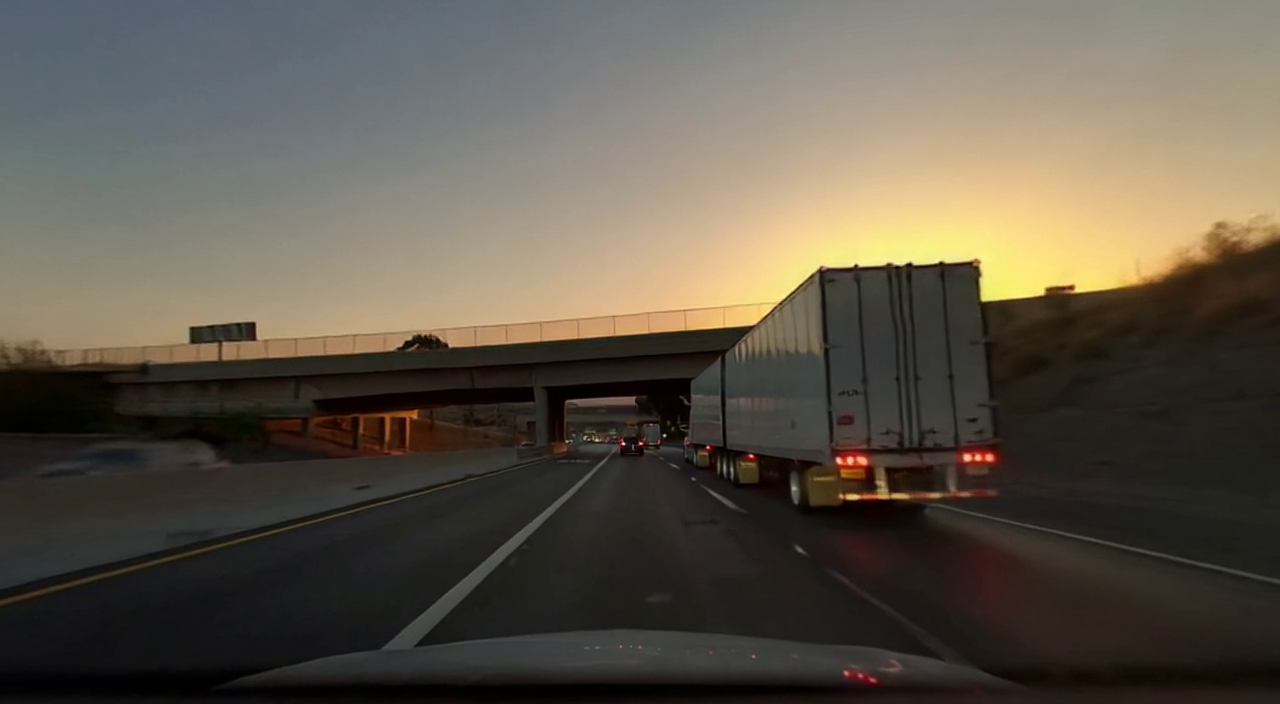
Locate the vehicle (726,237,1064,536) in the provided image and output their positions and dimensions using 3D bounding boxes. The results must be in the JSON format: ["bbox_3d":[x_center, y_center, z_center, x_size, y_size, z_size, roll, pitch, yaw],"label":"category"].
[{"bbox_3d":[3.896,0.992,12.635,2.967,3.961,8.660,0,-8,-1],"label":"vehicle"}]

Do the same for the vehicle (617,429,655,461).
[{"bbox_3d":[-0.336,6.326,42.915,2.456,2.007,4.728,0,-8,-1],"label":"vehicle"}]
